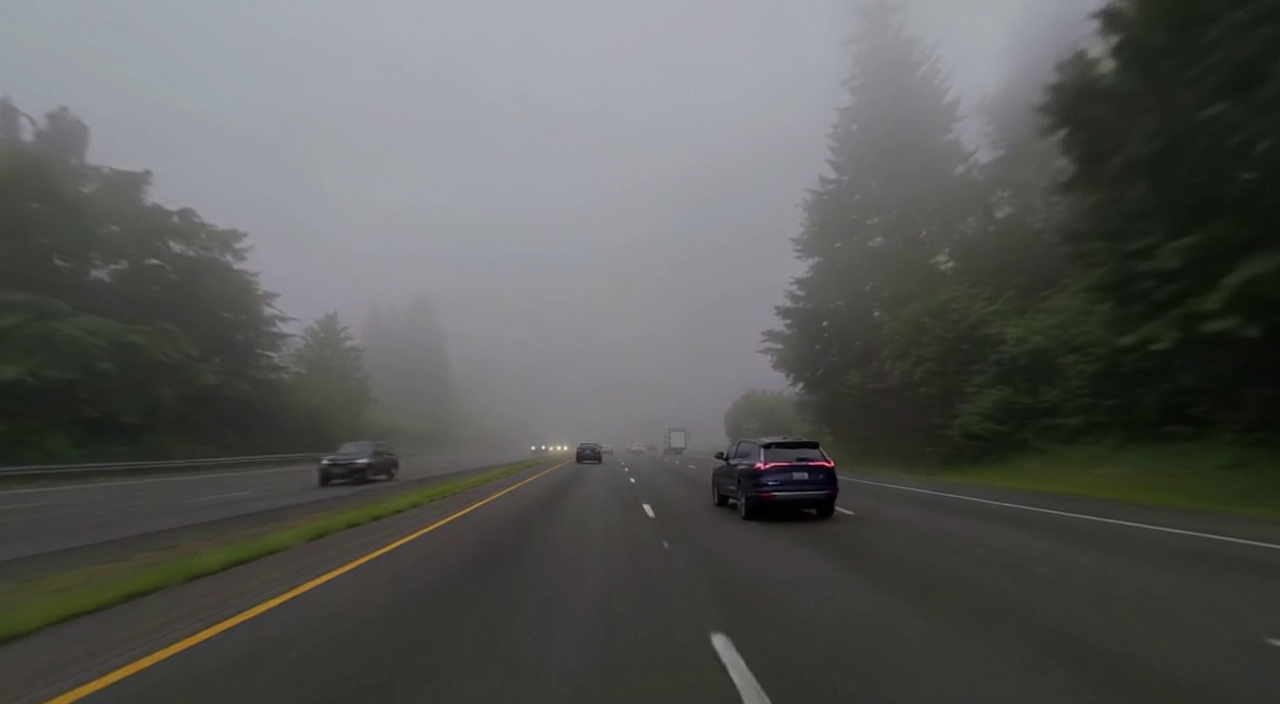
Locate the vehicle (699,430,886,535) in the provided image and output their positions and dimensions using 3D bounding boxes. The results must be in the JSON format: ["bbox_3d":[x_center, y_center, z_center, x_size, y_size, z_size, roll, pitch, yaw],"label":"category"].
[{"bbox_3d":[2.450,2.223,11.596,1.961,1.495,4.743,1,-8,-4],"label":"vehicle"}]

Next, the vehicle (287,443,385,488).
[{"bbox_3d":[-11.361,4.218,23.890,1.918,1.515,3.988,0,-8,-3],"label":"vehicle"}]

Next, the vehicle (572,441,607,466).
[{"bbox_3d":[-3.142,6.385,39.878,2.055,1.466,4.317,0,-8,-3],"label":"vehicle"}]

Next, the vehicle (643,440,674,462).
[{"bbox_3d":[1.330,7.337,46.813,1.995,1.556,3.893,0,-8,-4],"label":"vehicle"}]
